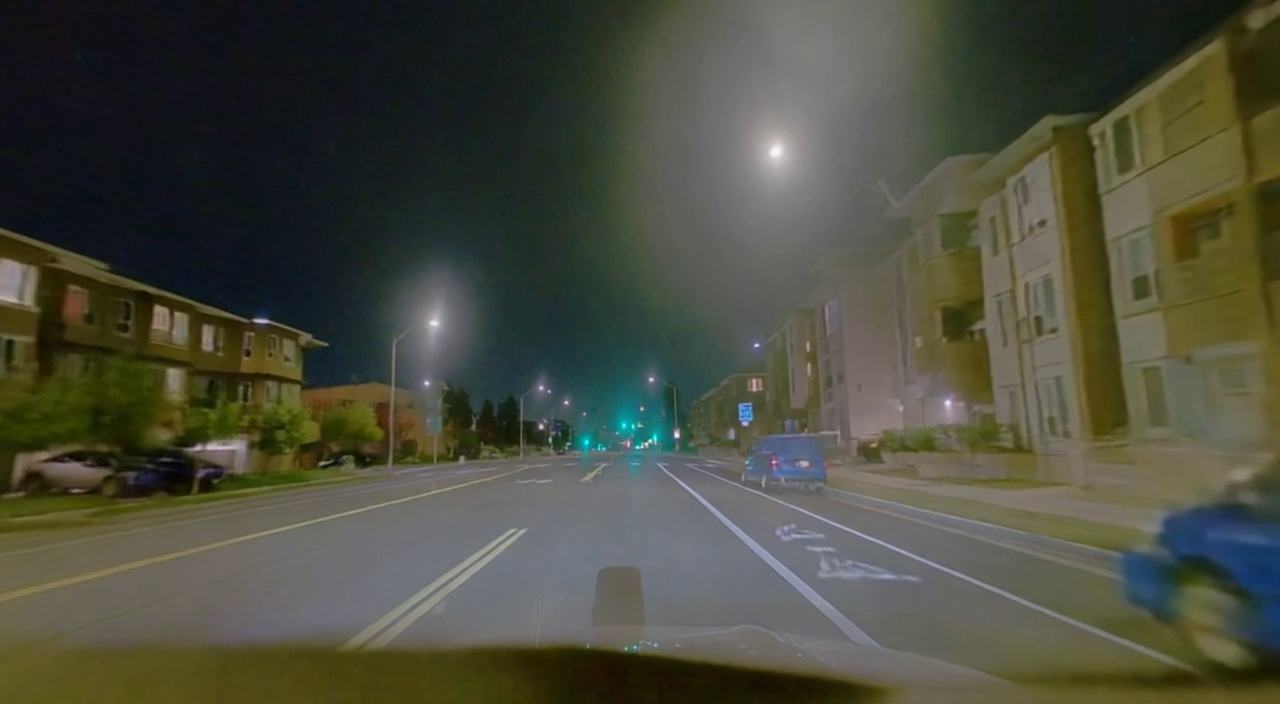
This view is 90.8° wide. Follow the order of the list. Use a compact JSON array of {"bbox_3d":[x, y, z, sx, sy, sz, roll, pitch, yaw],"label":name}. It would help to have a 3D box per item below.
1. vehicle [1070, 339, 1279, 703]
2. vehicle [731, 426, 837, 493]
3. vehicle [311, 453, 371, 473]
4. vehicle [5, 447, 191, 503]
[{"bbox_3d":[4.551,0.720,1.929,2.254,1.968,5.838,0,-8,-1],"label":"vehicle"},{"bbox_3d":[4.371,3.353,20.060,2.052,1.859,4.778,1,-8,-2],"label":"vehicle"},{"bbox_3d":[-22.892,8.529,48.445,3.687,1.465,1.855,0,-8,-2],"label":"vehicle"},{"bbox_3d":[-18.424,4.181,21.684,4.397,1.768,1.956,1,-8,-4],"label":"vehicle"}]
